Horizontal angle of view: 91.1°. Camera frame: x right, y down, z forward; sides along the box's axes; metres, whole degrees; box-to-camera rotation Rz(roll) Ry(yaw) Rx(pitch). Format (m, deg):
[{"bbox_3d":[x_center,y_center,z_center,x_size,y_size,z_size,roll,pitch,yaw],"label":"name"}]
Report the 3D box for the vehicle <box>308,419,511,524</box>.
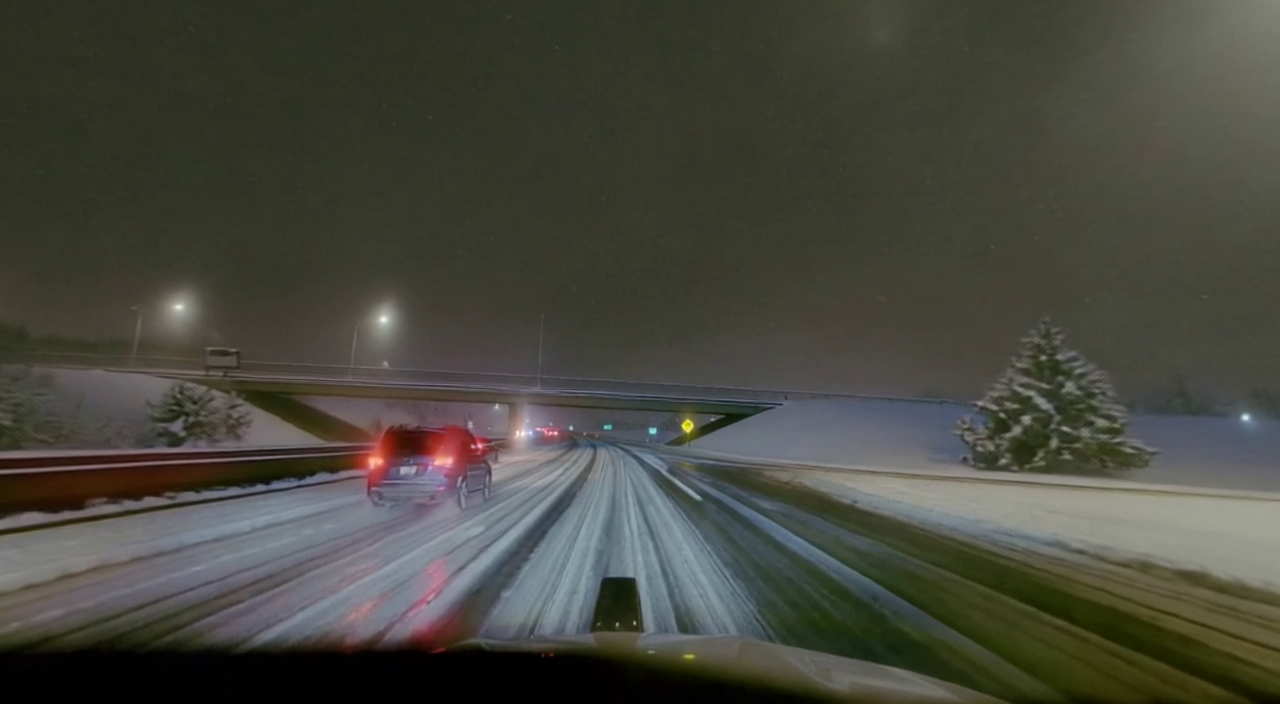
[{"bbox_3d":[-4.062,2.183,12.168,2.123,1.601,4.887,0,-8,-1],"label":"vehicle"}]
